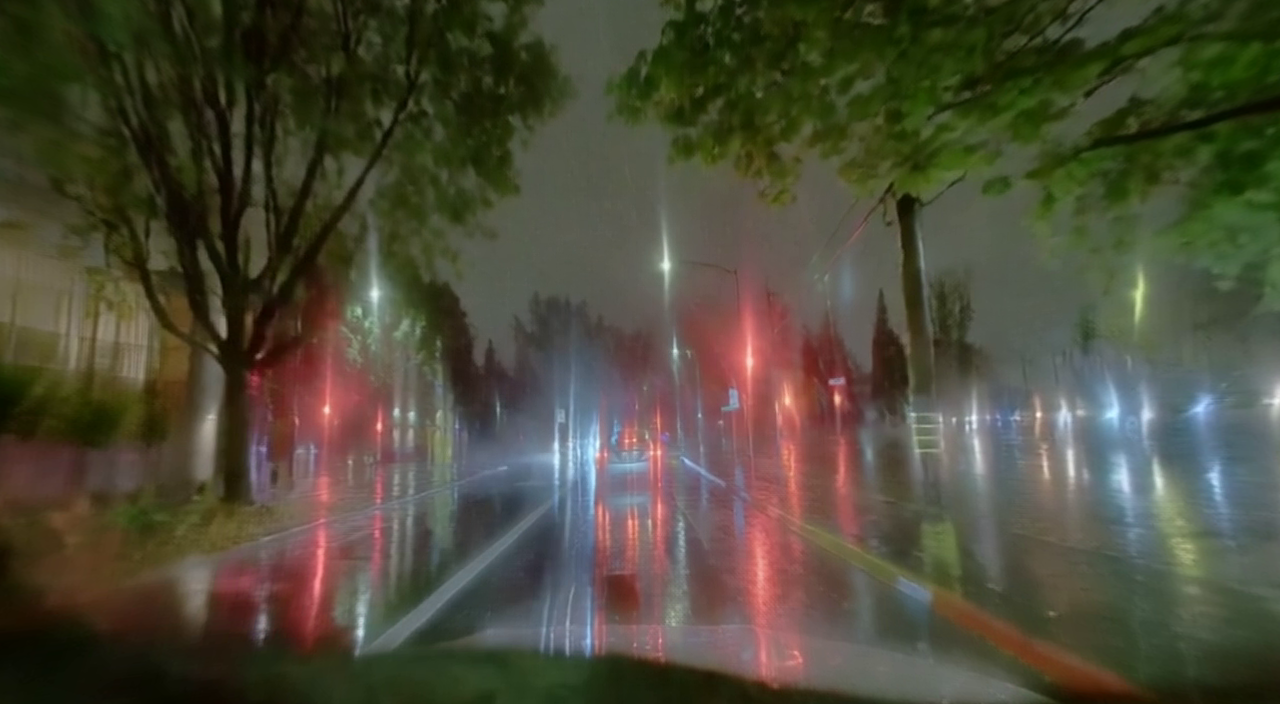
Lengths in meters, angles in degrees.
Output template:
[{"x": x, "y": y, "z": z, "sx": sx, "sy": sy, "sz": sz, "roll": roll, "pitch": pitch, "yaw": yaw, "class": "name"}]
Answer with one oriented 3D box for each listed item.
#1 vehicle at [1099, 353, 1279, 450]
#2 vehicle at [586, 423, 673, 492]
[{"x": 12.743, "y": 1.080, "z": 13.258, "sx": 4.350, "sy": 1.867, "sz": 2.091, "roll": -1, "pitch": -7, "yaw": 6, "class": "vehicle"}, {"x": -0.242, "y": 2.876, "z": 17.495, "sx": 2.142, "sy": 1.686, "sz": 3.816, "roll": 0, "pitch": -8, "yaw": 1, "class": "vehicle"}]
